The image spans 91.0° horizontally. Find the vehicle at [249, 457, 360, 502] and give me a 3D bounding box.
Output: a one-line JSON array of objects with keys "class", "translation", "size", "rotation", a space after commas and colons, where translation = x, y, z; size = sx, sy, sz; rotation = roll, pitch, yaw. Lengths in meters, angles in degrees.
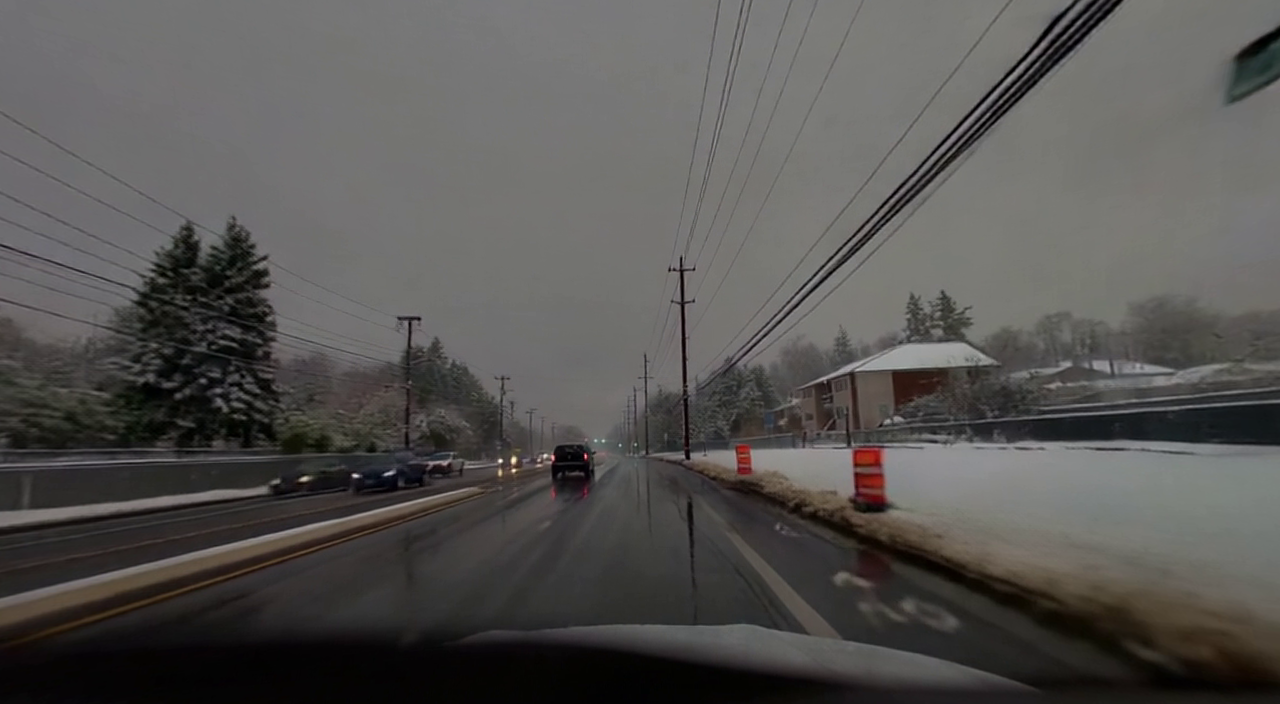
[{"class": "vehicle", "translation": [-13.033, 4.931, 24.807], "size": [1.923, 1.512, 4.468], "rotation": [0, -9, 0]}]

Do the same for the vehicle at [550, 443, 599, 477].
[{"class": "vehicle", "translation": [-3.161, 5.319, 31.303], "size": [1.992, 1.515, 4.289], "rotation": [0, -9, 0]}]

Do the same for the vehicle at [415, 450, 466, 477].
[{"class": "vehicle", "translation": [-13.309, 7.460, 42.315], "size": [1.942, 1.660, 4.595], "rotation": [0, -9, -1]}]

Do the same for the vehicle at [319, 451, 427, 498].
[{"class": "vehicle", "translation": [-9.644, 4.433, 23.189], "size": [2.007, 1.520, 4.466], "rotation": [0, -9, 0]}]
